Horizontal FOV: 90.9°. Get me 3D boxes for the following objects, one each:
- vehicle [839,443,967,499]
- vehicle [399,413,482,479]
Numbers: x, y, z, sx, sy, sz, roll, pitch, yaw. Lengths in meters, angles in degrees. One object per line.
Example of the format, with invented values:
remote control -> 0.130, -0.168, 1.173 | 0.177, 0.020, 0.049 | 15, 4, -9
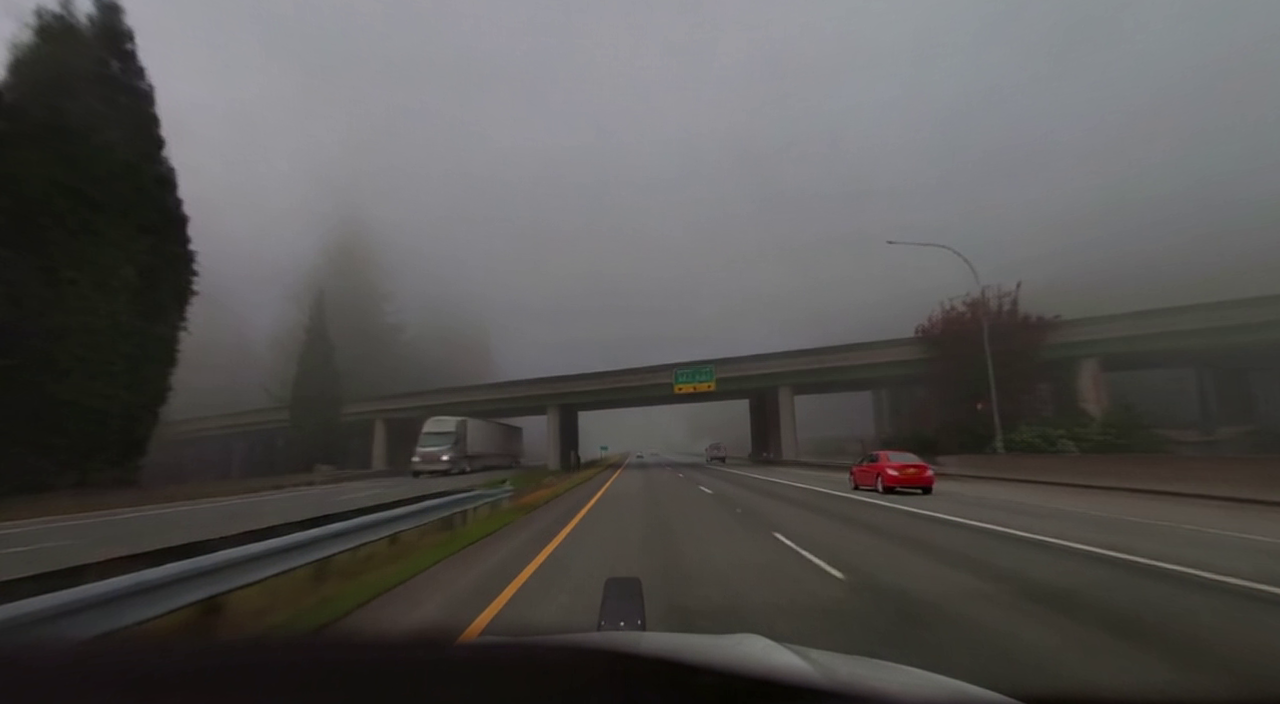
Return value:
vehicle -> 7.658, 3.492, 18.872 | 1.987, 1.473, 4.244 | 0, -9, 0
vehicle -> -12.576, 6.050, 40.500 | 2.948, 3.836, 6.895 | 0, -9, 0
